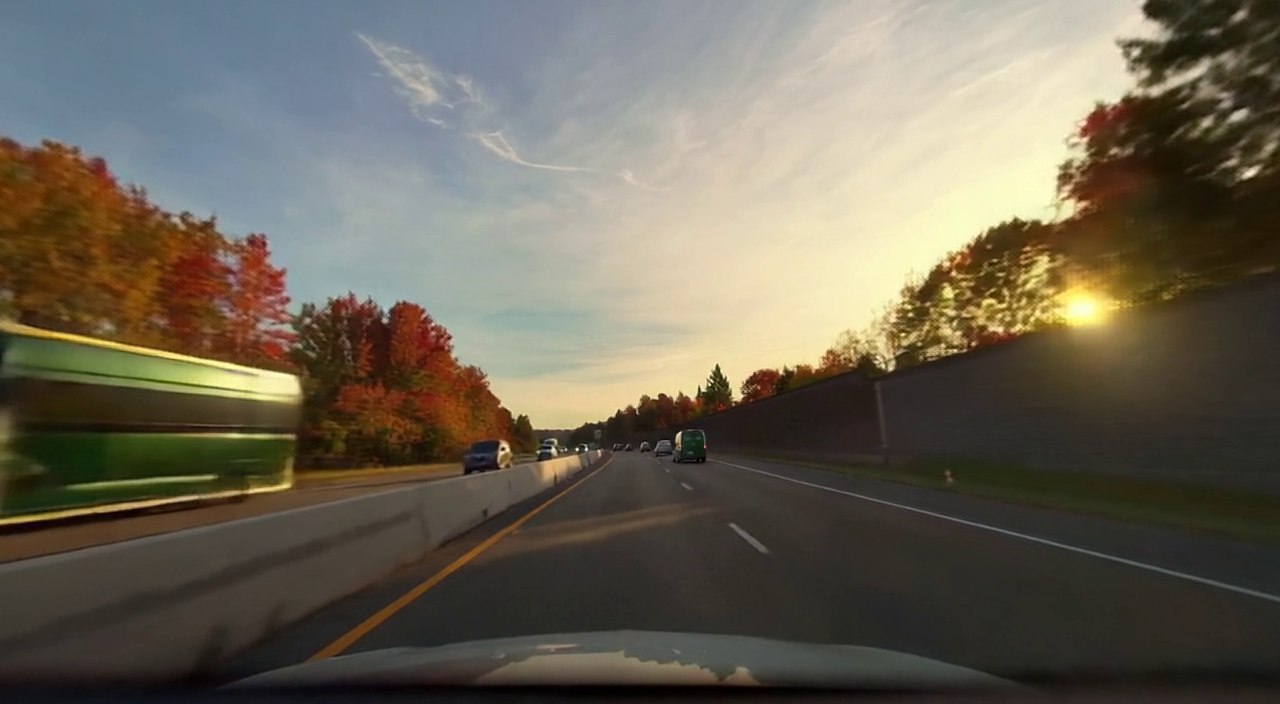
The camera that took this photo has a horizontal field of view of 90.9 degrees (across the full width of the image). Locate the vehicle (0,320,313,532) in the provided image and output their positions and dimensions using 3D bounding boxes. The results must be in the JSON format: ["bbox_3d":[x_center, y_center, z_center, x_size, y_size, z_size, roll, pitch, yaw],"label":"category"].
[{"bbox_3d":[-12.220,1.937,15.735,3.010,3.699,9.465,0,-8,-1],"label":"vehicle"}]

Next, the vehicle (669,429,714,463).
[{"bbox_3d":[3.283,6.111,41.157,2.393,2.072,4.958,0,-8,-2],"label":"vehicle"}]
